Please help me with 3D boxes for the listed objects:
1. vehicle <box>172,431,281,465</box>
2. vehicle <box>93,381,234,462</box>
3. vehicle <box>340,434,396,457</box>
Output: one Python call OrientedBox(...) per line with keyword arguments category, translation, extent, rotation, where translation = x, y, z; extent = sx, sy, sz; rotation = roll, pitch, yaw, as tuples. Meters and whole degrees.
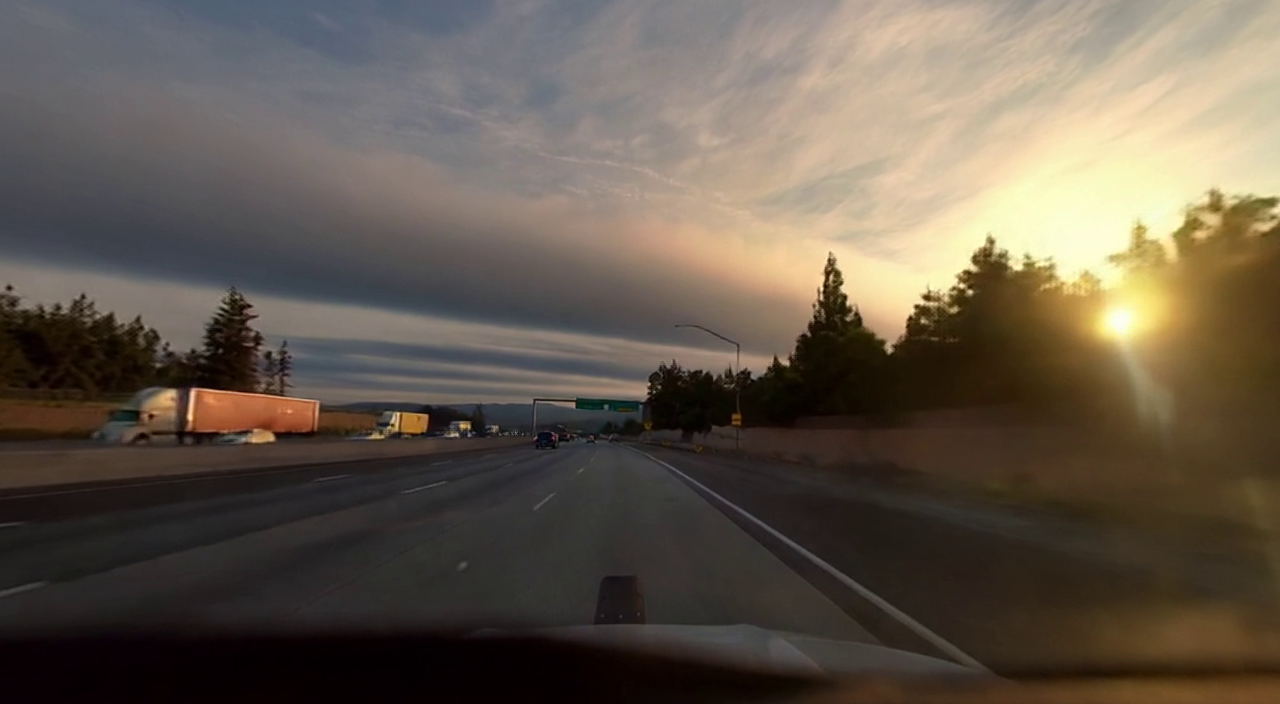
OrientedBox(category="vehicle", translation=(-18.239, 4.250, 28.118), extent=(1.982, 1.414, 4.336), rotation=(0, -8, -1))
OrientedBox(category="vehicle", translation=(-25.672, 3.846, 34.395), extent=(2.991, 3.997, 5.882), rotation=(0, -8, -2))
OrientedBox(category="vehicle", translation=(-18.189, 6.263, 42.347), extent=(1.886, 1.449, 4.405), rotation=(0, -8, -1))
